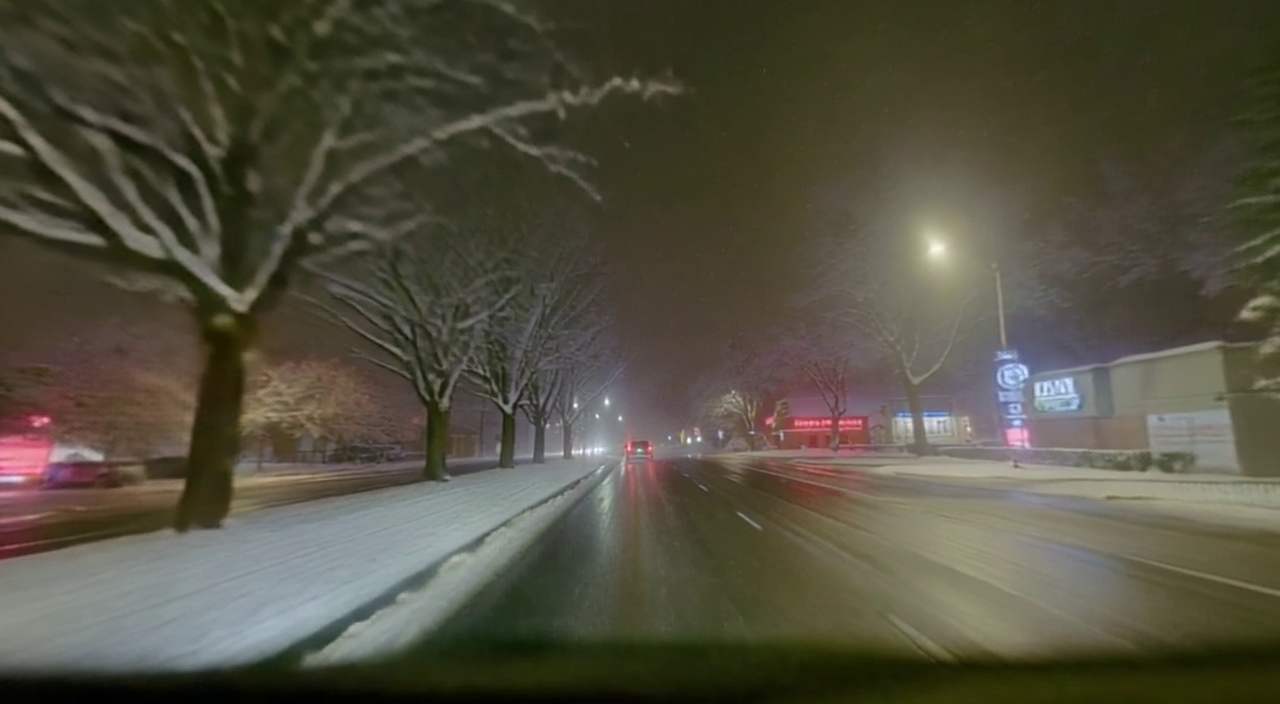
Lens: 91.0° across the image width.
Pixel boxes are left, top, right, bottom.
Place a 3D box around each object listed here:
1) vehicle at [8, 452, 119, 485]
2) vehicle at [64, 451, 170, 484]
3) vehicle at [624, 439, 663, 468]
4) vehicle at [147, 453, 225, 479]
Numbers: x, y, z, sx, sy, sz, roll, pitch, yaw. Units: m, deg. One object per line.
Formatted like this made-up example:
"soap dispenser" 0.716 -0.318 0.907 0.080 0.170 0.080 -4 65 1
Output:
"vehicle" -34.378 6.928 37.731 2.034 1.742 4.830 0 -8 0
"vehicle" -31.150 6.862 37.724 1.952 1.729 5.170 0 -8 -1
"vehicle" 0.135 5.386 33.482 1.998 1.452 3.773 0 -8 -1
"vehicle" -31.116 7.815 43.382 1.873 1.513 5.019 -3 -9 -3
